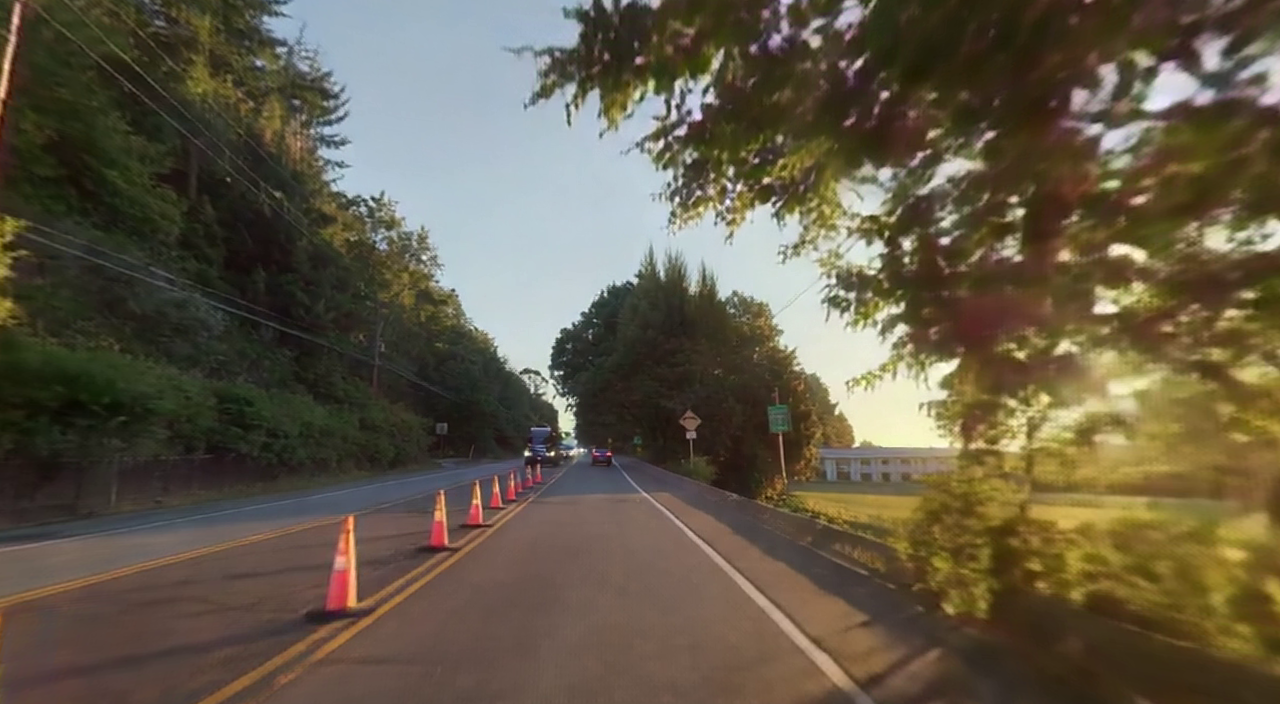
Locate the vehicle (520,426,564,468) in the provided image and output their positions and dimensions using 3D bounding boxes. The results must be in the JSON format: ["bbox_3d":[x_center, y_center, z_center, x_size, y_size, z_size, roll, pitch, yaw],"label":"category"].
[{"bbox_3d":[-6.241,6.111,40.778,2.380,2.488,4.028,2,-8,-4],"label":"vehicle"}]

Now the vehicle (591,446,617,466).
[{"bbox_3d":[-2.864,8.173,49.982,2.013,1.481,4.356,0,-8,-3],"label":"vehicle"}]
